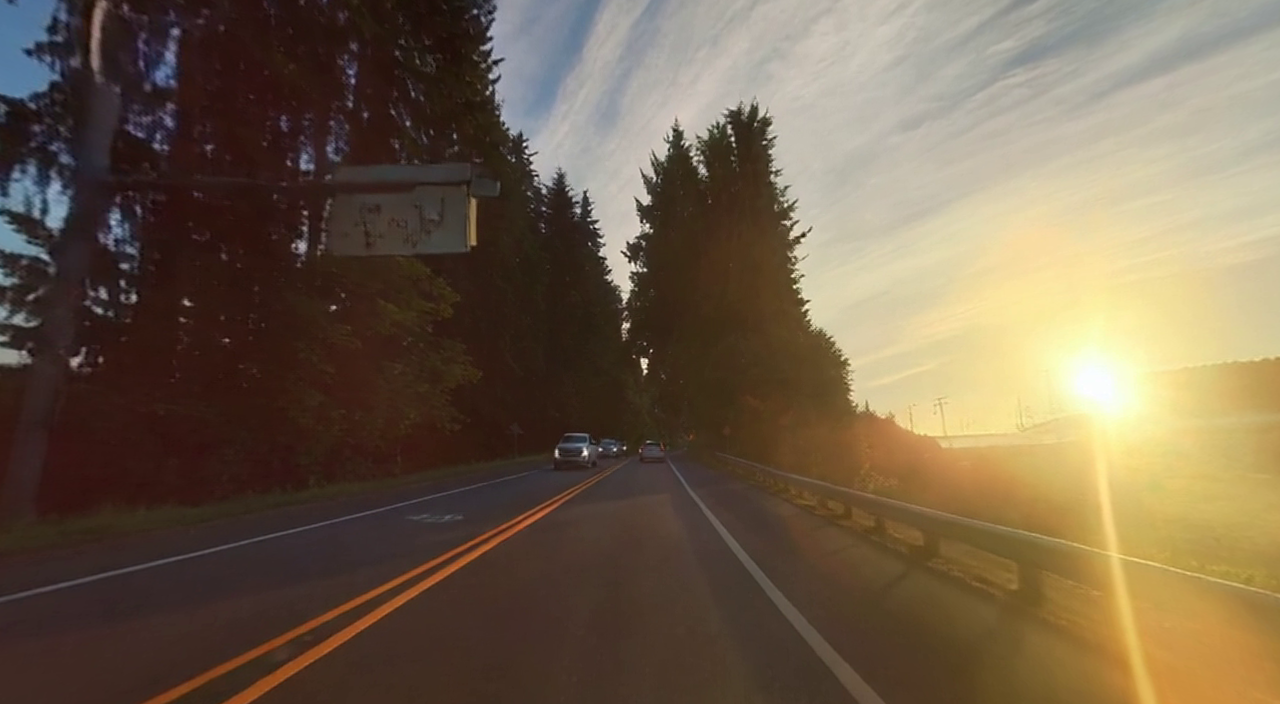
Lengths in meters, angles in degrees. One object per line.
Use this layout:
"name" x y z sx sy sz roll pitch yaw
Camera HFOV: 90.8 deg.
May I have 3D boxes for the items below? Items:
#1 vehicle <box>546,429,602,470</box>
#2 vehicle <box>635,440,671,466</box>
"vehicle" -3.730 5.693 37.003 2.479 2.208 5.780 0 -9 2
"vehicle" 0.815 6.133 38.474 2.067 1.486 3.861 0 -9 2
